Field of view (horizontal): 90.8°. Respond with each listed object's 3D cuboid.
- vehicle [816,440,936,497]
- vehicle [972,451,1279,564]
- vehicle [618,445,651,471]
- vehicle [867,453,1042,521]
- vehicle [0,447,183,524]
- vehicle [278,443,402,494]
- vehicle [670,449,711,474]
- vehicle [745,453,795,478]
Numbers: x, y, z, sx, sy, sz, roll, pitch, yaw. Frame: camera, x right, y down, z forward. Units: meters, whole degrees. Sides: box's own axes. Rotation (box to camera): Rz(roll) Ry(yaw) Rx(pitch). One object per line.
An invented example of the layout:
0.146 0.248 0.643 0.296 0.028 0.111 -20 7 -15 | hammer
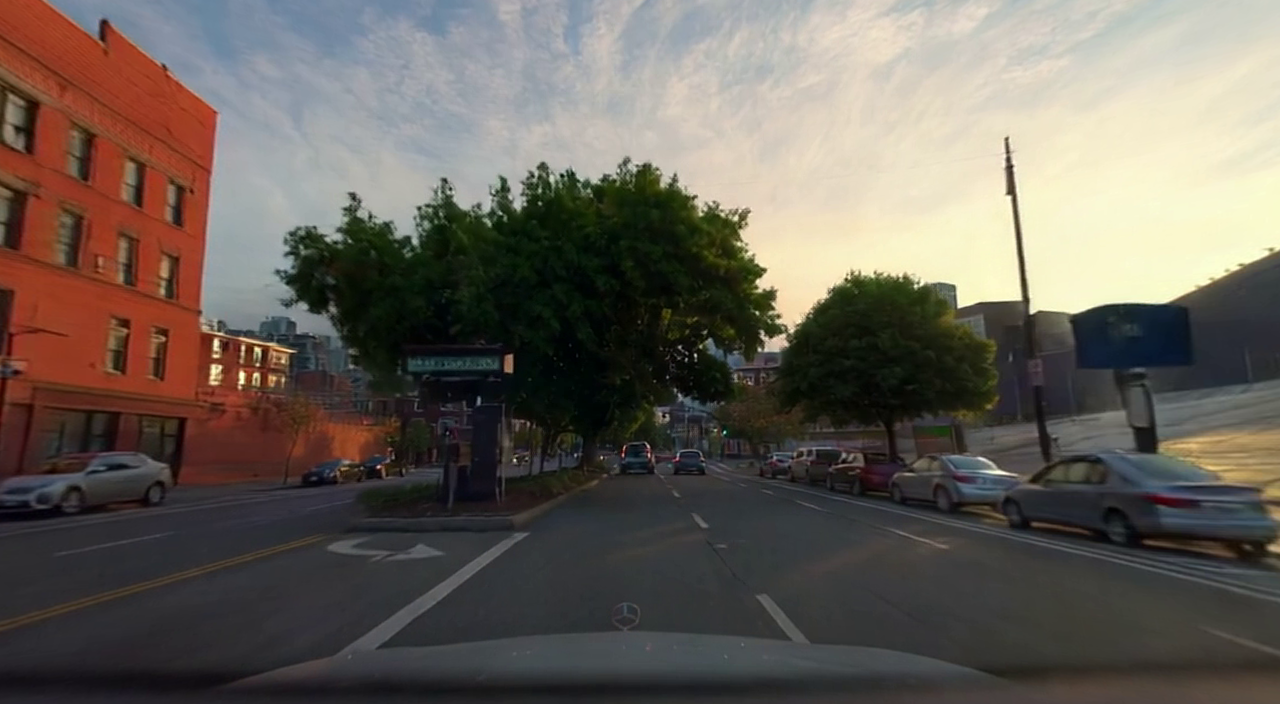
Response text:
8.121 4.086 22.361 2.310 1.753 4.814 0 -9 -1 | vehicle
8.048 2.430 10.780 2.030 1.444 4.832 0 -9 -1 | vehicle
-0.427 7.971 47.680 2.329 1.842 4.537 0 -8 -1 | vehicle
7.959 3.428 16.676 2.075 1.467 4.800 0 -9 -1 | vehicle
-14.846 3.410 16.768 2.063 1.735 4.317 0 -9 1 | vehicle
-14.481 5.644 31.132 2.822 2.230 6.145 0 -9 3 | vehicle
3.137 6.954 40.384 2.238 1.499 4.964 0 -8 0 | vehicle
8.128 7.135 40.017 2.054 1.455 4.786 0 -9 -2 | vehicle
